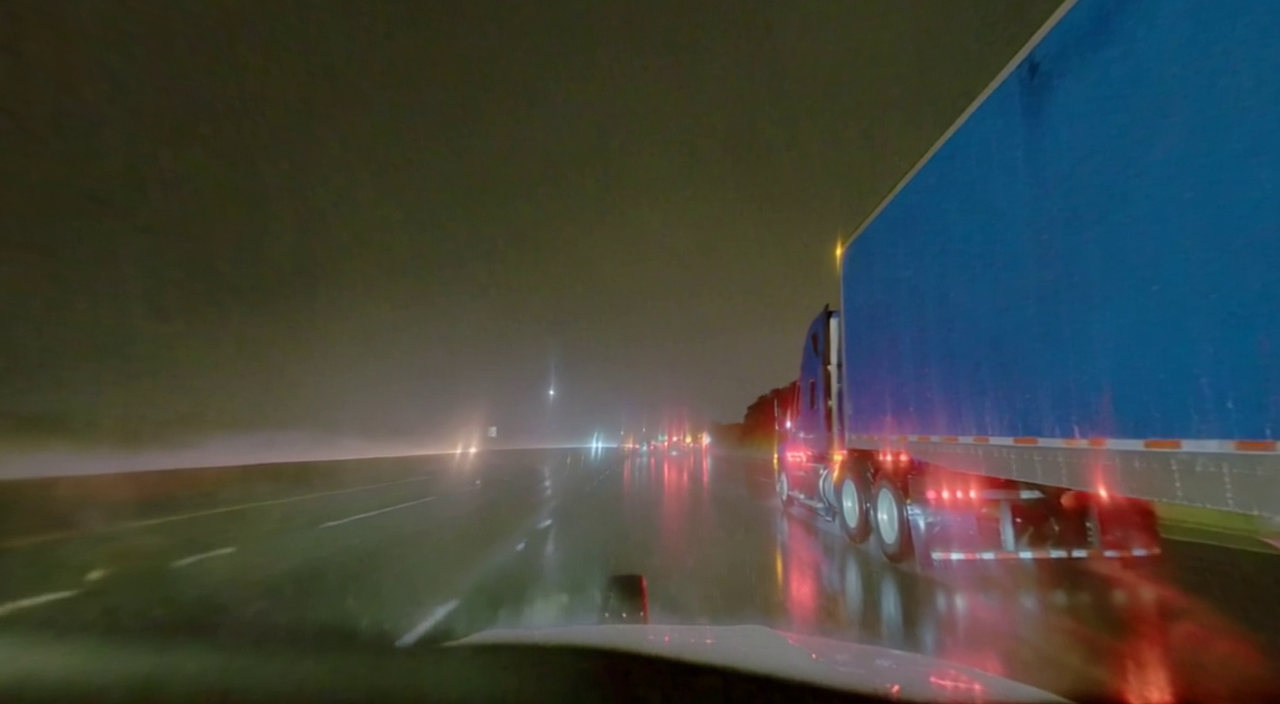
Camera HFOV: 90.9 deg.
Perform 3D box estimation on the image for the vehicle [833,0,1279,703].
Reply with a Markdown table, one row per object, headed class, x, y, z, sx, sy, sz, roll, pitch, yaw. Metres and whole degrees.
| class | x | y | z | sx | sy | sz | roll | pitch | yaw |
| --- | --- | --- | --- | --- | --- | --- | --- | --- | --- |
| vehicle | 3.716 | -0.195 | 2.647 | 3.012 | 3.768 | 8.945 | 0 | -9 | 1 |
